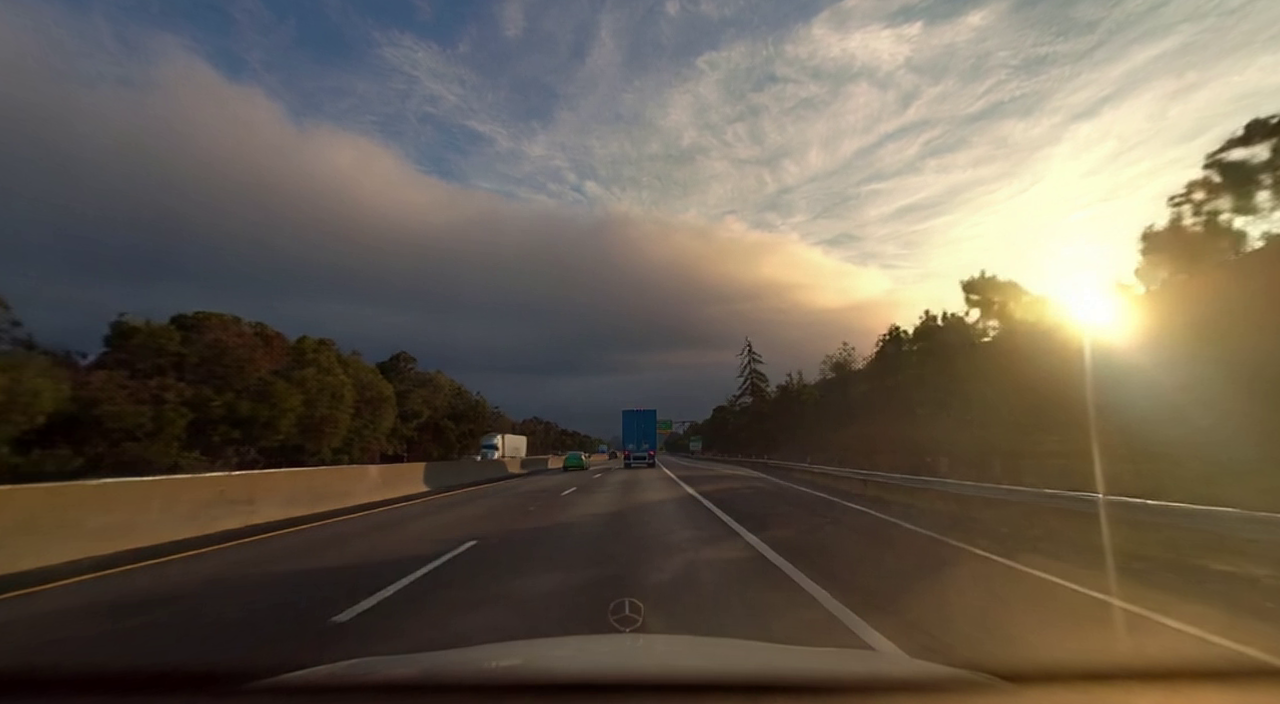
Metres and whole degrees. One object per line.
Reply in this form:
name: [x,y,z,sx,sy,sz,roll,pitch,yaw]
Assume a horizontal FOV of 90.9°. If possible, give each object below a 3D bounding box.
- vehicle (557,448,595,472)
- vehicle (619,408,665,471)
vehicle: [-4.345,7.364,43.235,2.051,1.538,4.569,0,-9,1]
vehicle: [0.163,6.348,45.159,2.899,3.966,10.053,0,-9,0]
